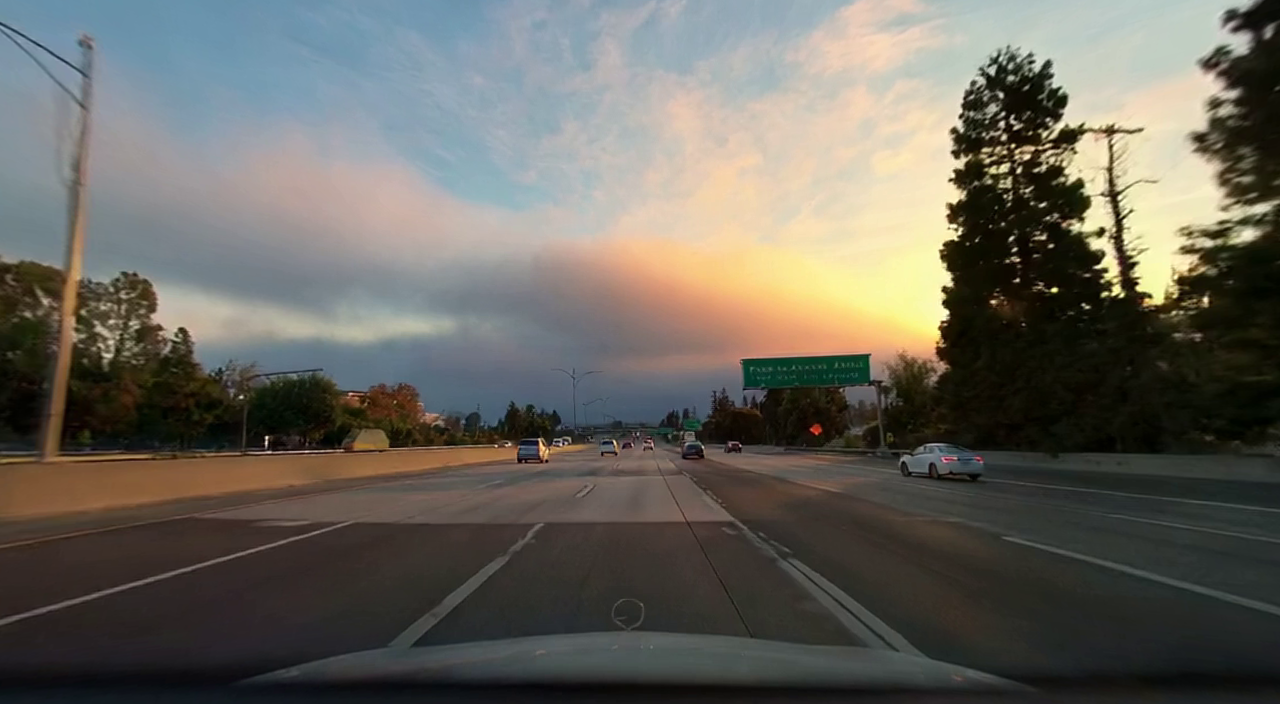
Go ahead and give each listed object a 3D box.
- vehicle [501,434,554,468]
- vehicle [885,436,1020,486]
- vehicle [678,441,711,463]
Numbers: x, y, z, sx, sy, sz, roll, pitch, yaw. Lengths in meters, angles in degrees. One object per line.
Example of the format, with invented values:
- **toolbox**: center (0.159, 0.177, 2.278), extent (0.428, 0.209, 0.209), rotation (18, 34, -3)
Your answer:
- **vehicle**: center (-6.299, 5.626, 35.766), extent (2.091, 1.746, 4.437), rotation (0, -9, 1)
- **vehicle**: center (10.215, 3.604, 21.036), extent (1.979, 1.467, 4.839), rotation (0, -9, -1)
- **vehicle**: center (3.725, 6.967, 43.730), extent (1.950, 1.453, 3.378), rotation (0, -9, -1)
